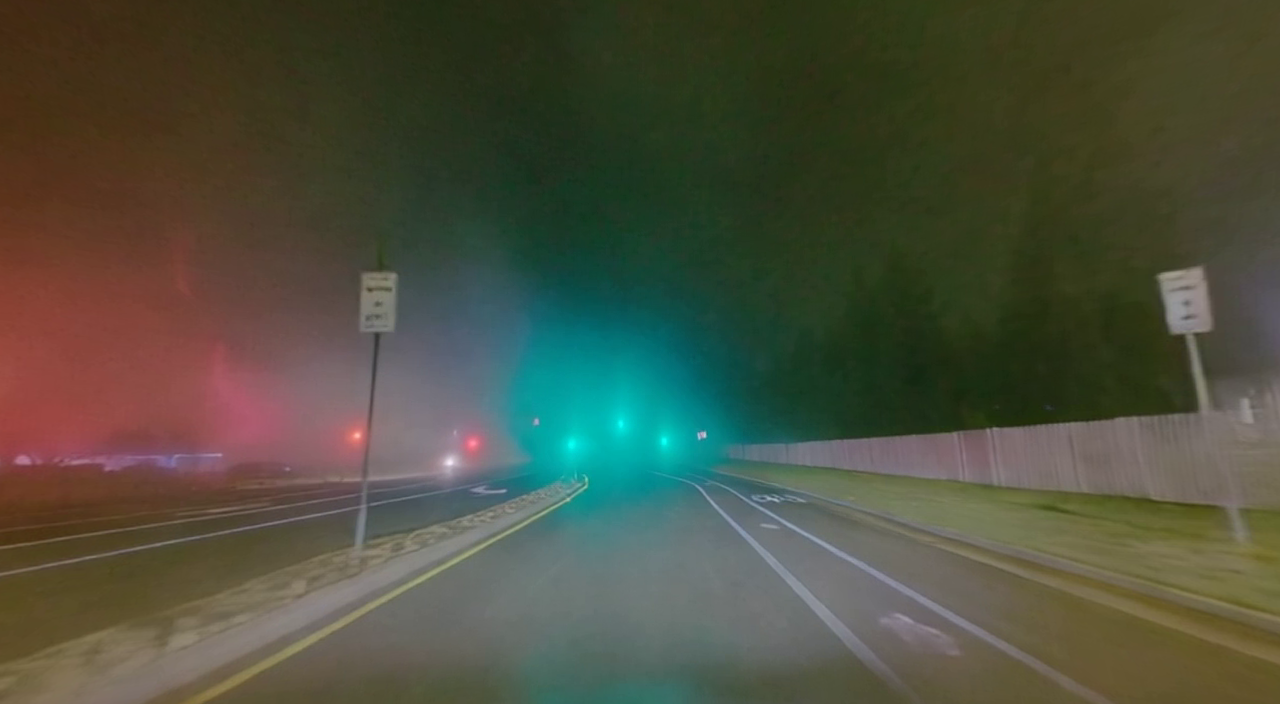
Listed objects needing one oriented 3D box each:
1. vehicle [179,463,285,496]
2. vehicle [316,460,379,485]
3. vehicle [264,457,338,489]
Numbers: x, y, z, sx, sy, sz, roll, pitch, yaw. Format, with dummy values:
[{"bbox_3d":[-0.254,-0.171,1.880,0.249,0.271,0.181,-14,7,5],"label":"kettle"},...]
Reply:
[{"bbox_3d":[-21.485,6.710,33.512,1.919,1.497,5.140,-1,-9,4],"label":"vehicle"},{"bbox_3d":[-21.259,8.768,46.114,1.954,1.575,5.225,-1,-8,2],"label":"vehicle"},{"bbox_3d":[-21.464,7.666,40.135,1.974,1.704,4.628,0,-8,2],"label":"vehicle"}]
